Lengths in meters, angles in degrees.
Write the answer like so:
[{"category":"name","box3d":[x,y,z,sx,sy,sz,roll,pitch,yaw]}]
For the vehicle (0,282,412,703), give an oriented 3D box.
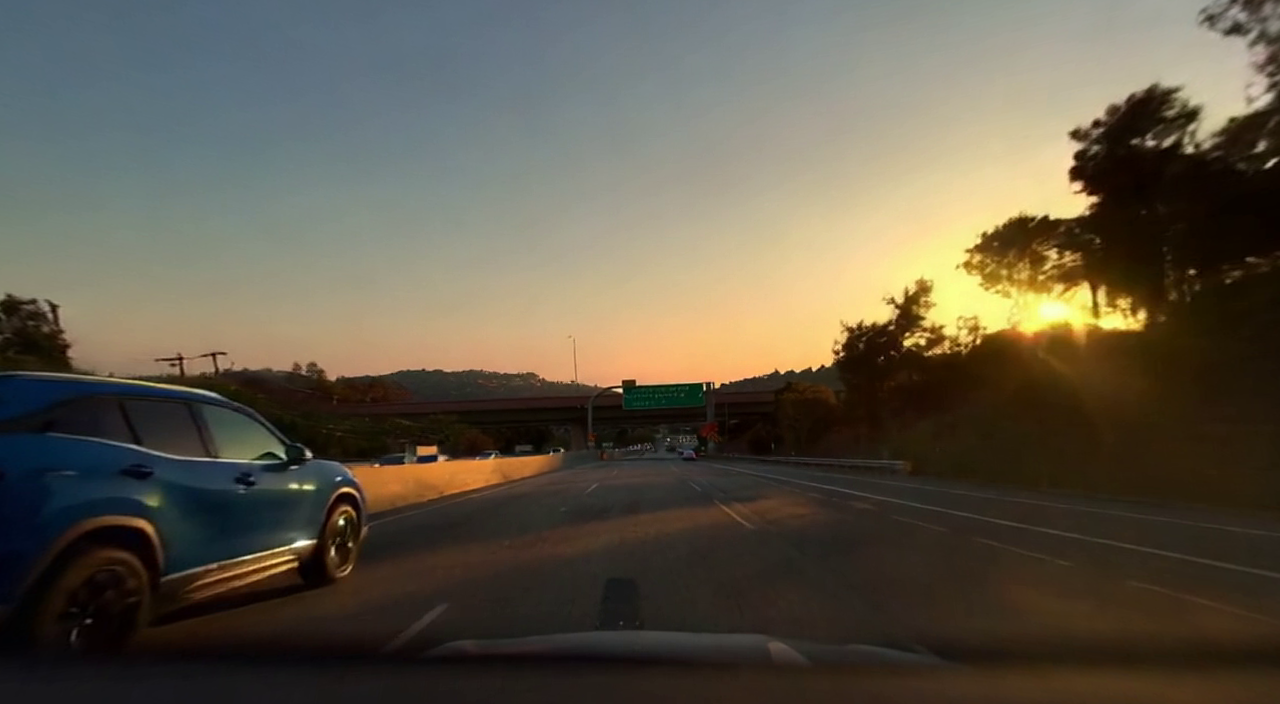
[{"category":"vehicle","box3d":[-3.816,0.902,4.024,2.431,1.928,5.760,0,-9,1]}]
